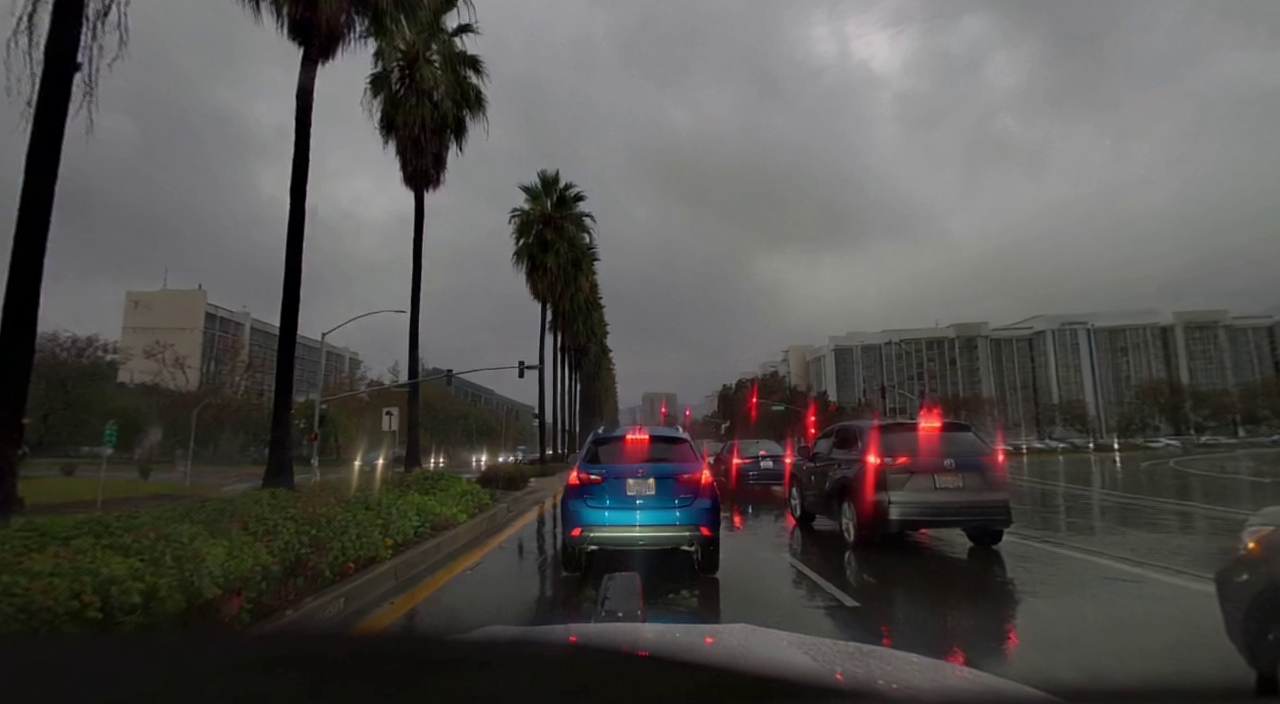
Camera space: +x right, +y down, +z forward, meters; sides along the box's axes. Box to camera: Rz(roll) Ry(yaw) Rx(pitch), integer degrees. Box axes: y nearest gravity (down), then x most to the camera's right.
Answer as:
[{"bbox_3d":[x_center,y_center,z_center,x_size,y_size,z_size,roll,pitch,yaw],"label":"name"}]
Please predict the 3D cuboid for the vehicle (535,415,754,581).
[{"bbox_3d":[0.023,1.709,8.116,2.083,1.572,4.021,0,-9,-1],"label":"vehicle"}]

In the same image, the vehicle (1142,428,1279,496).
[{"bbox_3d":[18.046,3.200,18.503,4.786,1.848,2.107,0,-9,-1],"label":"vehicle"}]

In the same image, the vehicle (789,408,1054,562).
[{"bbox_3d":[3.667,1.815,9.251,1.947,1.725,4.159,0,-9,0],"label":"vehicle"}]

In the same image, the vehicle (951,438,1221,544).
[{"bbox_3d":[7.365,2.290,11.058,1.832,1.477,3.981,0,-9,1],"label":"vehicle"}]

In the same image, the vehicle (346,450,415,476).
[{"bbox_3d":[-15.999,6.864,39.241,2.021,1.464,4.505,-1,-9,6],"label":"vehicle"}]
